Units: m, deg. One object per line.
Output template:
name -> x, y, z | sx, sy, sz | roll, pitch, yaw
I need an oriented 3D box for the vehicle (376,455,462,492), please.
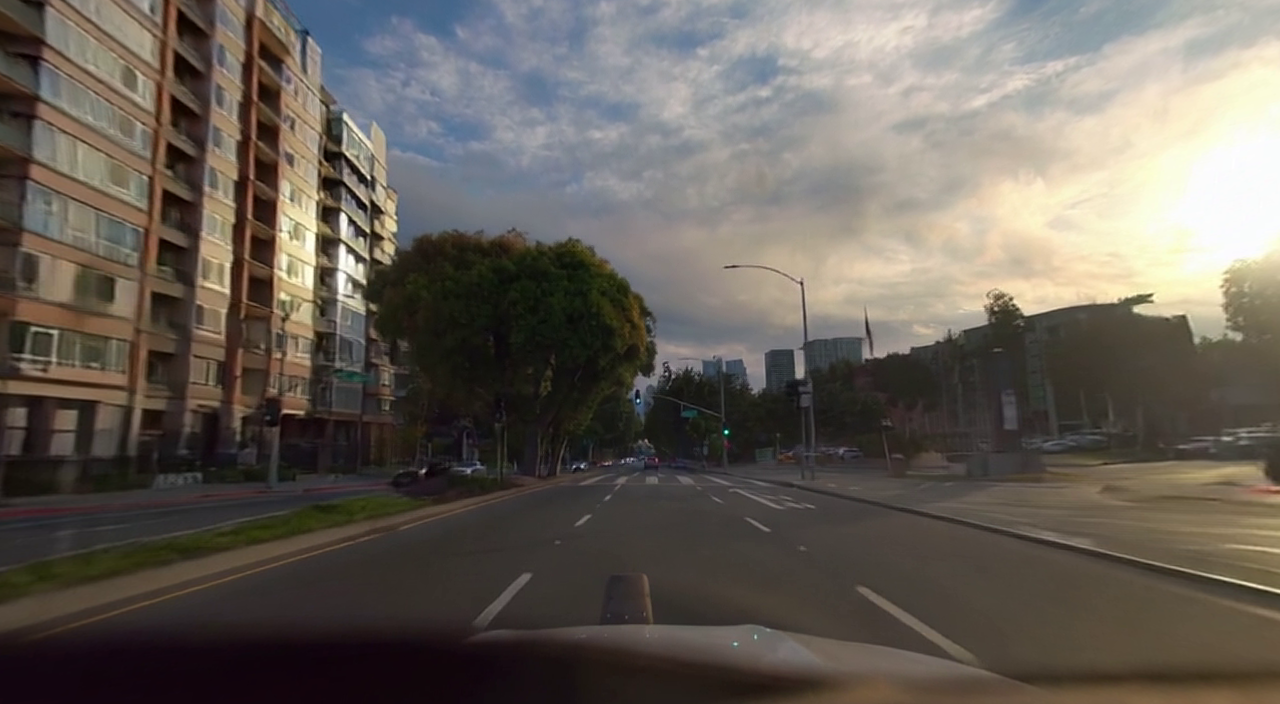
vehicle -> -9.954, 5.501, 28.843 | 2.004, 1.469, 4.724 | -1, -9, 3
